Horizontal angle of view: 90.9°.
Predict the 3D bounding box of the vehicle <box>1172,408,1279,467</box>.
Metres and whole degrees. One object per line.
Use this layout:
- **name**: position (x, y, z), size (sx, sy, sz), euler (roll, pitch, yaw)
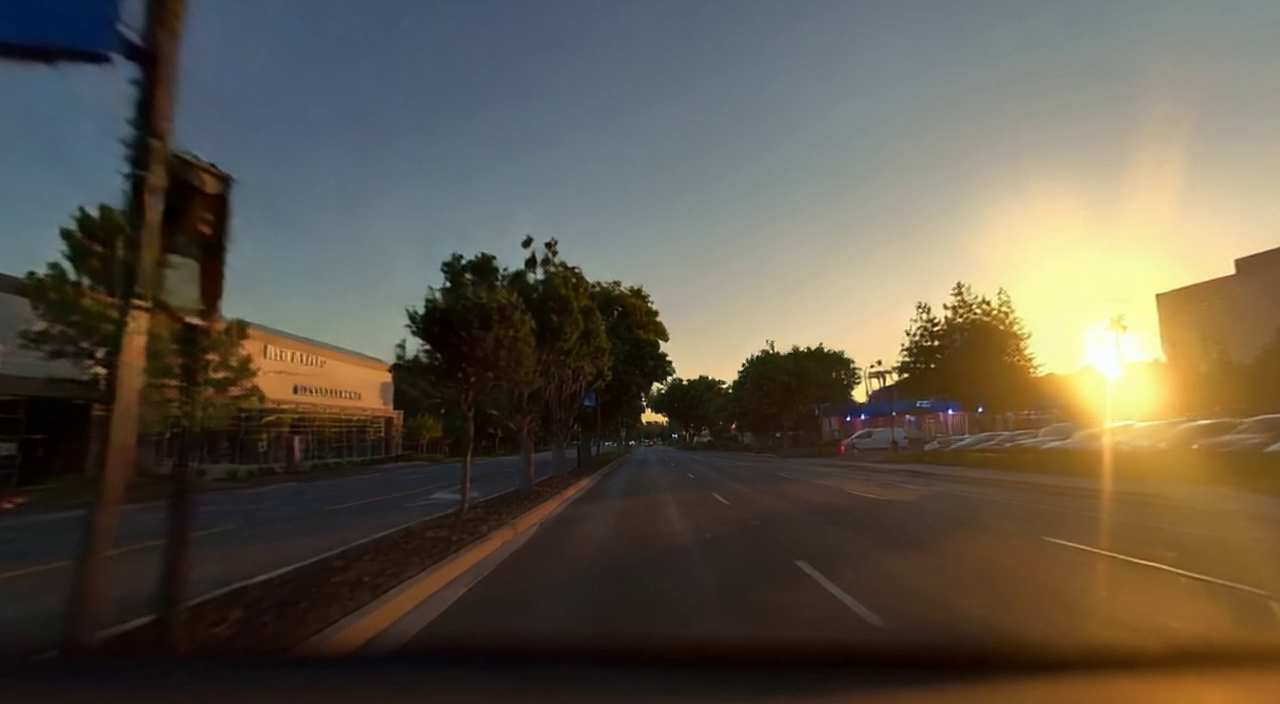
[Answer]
- **vehicle**: position (20.097, 2.699, 20.009), size (4.532, 1.763, 2.102), euler (1, -7, -2)
